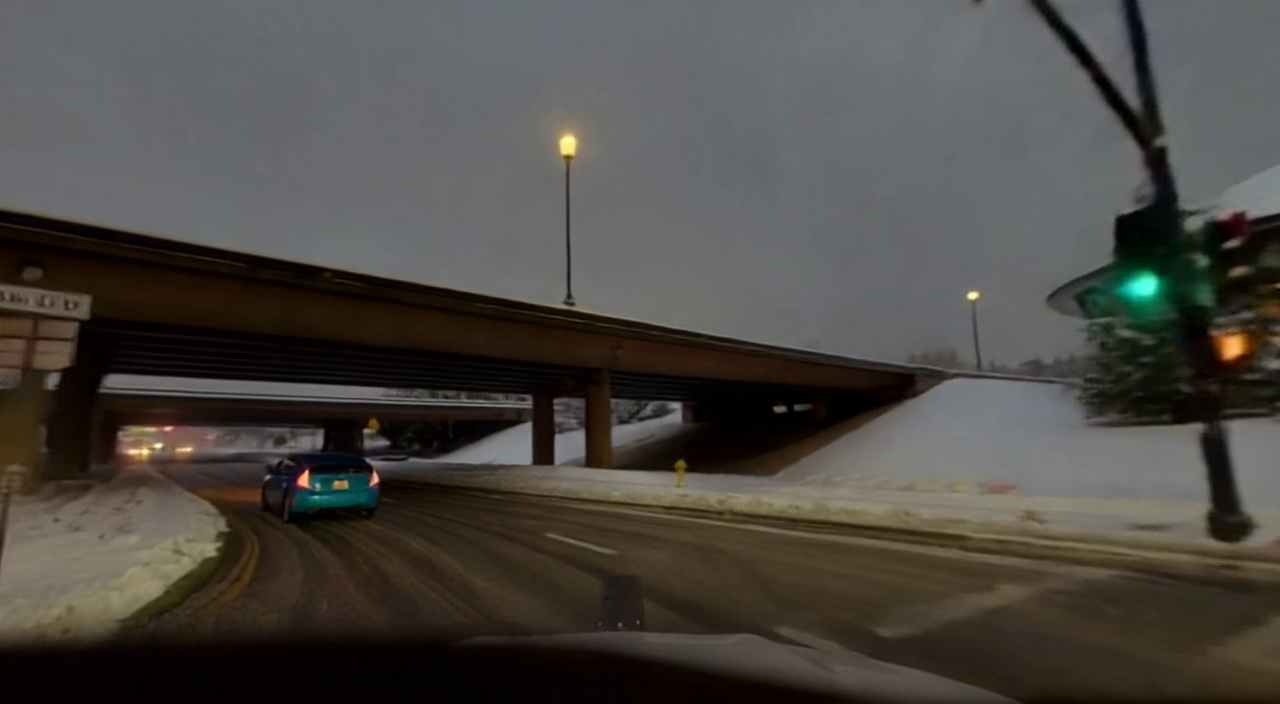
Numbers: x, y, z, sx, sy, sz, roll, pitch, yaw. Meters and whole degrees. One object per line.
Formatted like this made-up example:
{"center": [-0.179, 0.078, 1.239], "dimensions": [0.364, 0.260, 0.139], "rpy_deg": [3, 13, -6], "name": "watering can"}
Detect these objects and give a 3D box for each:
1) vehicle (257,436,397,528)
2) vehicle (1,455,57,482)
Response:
{"center": [-6.615, 2.576, 13.118], "dimensions": [1.976, 1.584, 3.772], "rpy_deg": [6, -10, -34], "name": "vehicle"}
{"center": [-38.706, 7.324, 39.978], "dimensions": [2.009, 1.523, 4.641], "rpy_deg": [7, -11, -38], "name": "vehicle"}
